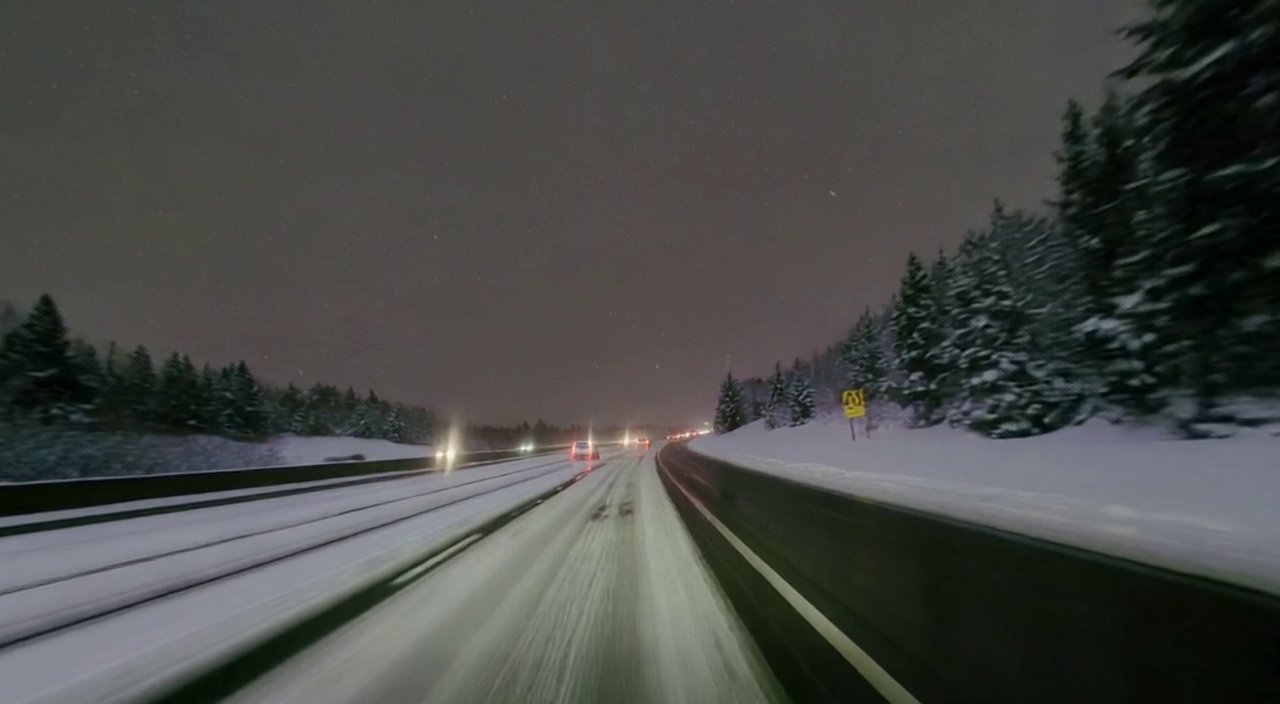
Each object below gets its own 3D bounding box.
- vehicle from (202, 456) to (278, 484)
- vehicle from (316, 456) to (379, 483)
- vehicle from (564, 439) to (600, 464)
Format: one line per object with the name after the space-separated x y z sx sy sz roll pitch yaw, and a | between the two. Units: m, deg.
-24.281 7.128 38.193 1.844 1.533 4.111 0 -9 1 | vehicle
-16.979 6.815 36.587 1.775 1.444 3.821 0 -9 0 | vehicle
-3.946 6.797 42.939 1.998 1.584 4.005 0 -9 1 | vehicle
